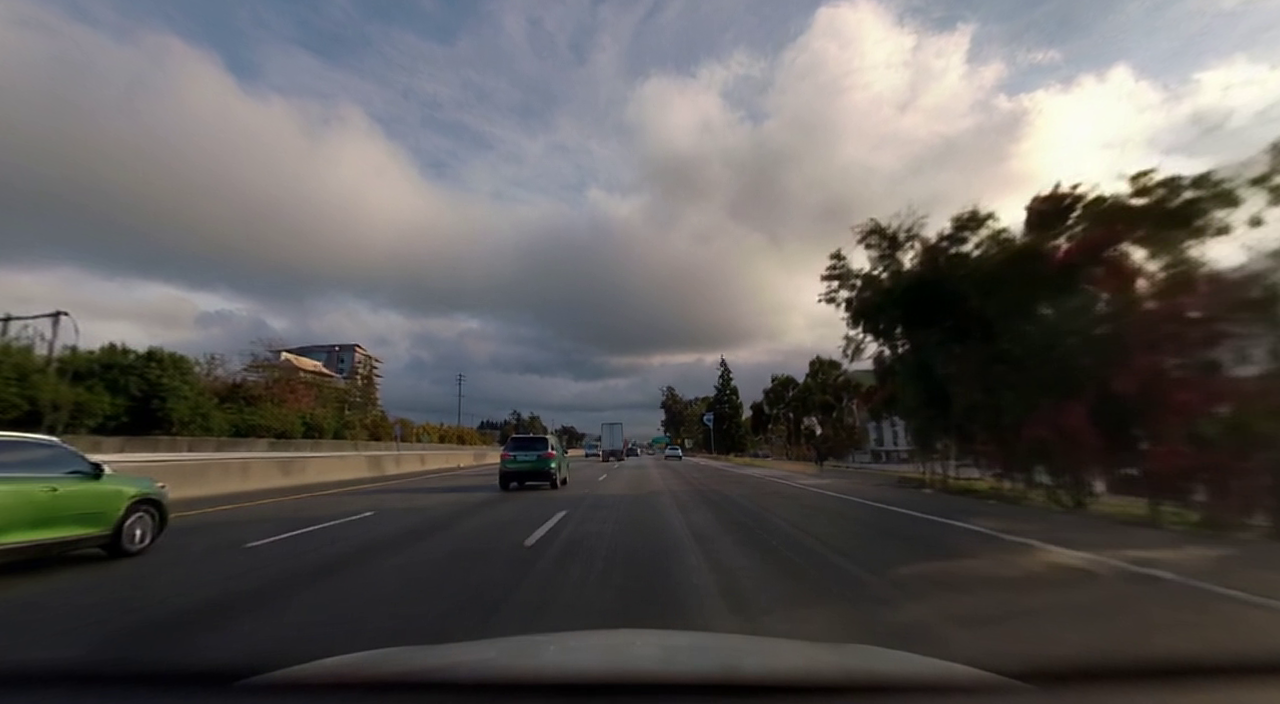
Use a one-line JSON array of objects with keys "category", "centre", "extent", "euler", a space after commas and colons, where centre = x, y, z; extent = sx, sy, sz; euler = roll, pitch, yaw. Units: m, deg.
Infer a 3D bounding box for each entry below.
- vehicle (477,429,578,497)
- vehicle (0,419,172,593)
[{"category": "vehicle", "centre": [-3.181, 3.244, 18.785], "extent": [2.111, 1.742, 4.315], "euler": [0, -9, 1]}, {"category": "vehicle", "centre": [-6.633, 1.320, 5.380], "extent": [1.969, 1.520, 4.190], "euler": [1, -9, 1]}]
